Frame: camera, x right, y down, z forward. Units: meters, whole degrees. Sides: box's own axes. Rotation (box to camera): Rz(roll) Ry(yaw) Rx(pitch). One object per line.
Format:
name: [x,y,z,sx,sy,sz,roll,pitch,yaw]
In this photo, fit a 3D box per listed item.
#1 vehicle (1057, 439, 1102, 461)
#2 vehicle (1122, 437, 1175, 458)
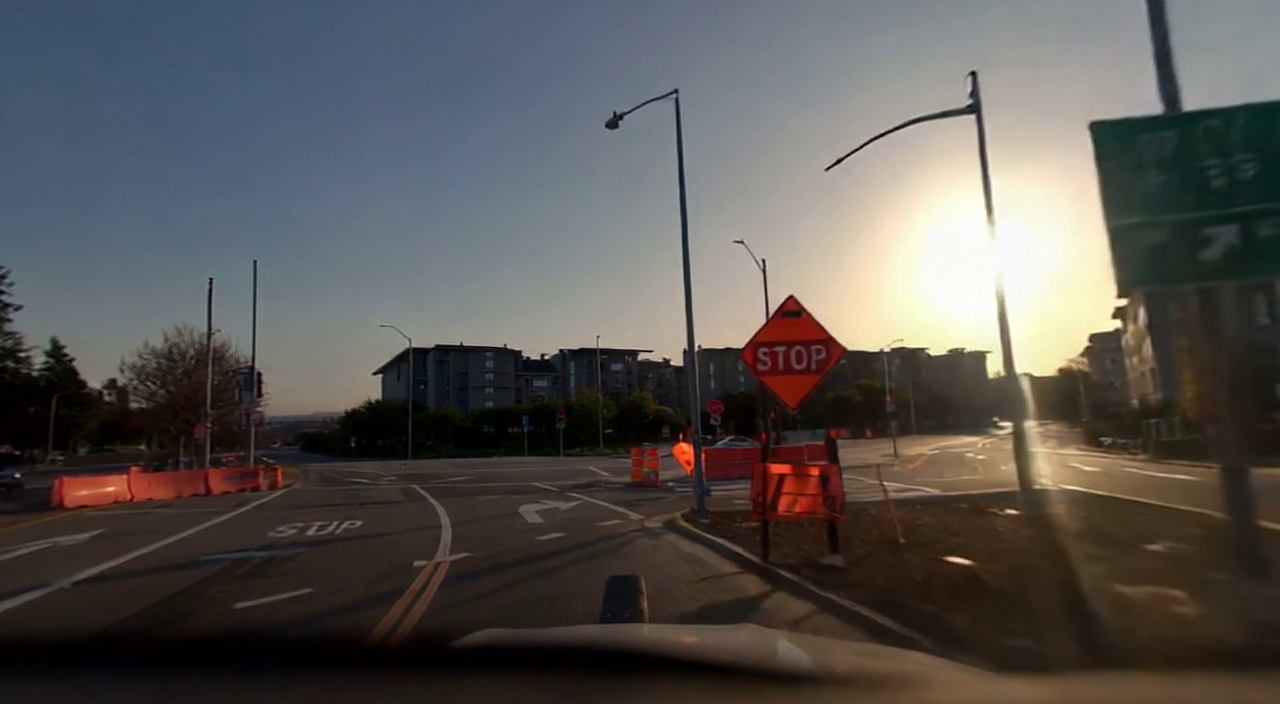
vehicle: [33.936,7.577,48.787,2.023,1.567,4.283,-4,-10,24]
vehicle: [36.741,6.939,45.660,1.917,1.466,4.422,-4,-10,25]
